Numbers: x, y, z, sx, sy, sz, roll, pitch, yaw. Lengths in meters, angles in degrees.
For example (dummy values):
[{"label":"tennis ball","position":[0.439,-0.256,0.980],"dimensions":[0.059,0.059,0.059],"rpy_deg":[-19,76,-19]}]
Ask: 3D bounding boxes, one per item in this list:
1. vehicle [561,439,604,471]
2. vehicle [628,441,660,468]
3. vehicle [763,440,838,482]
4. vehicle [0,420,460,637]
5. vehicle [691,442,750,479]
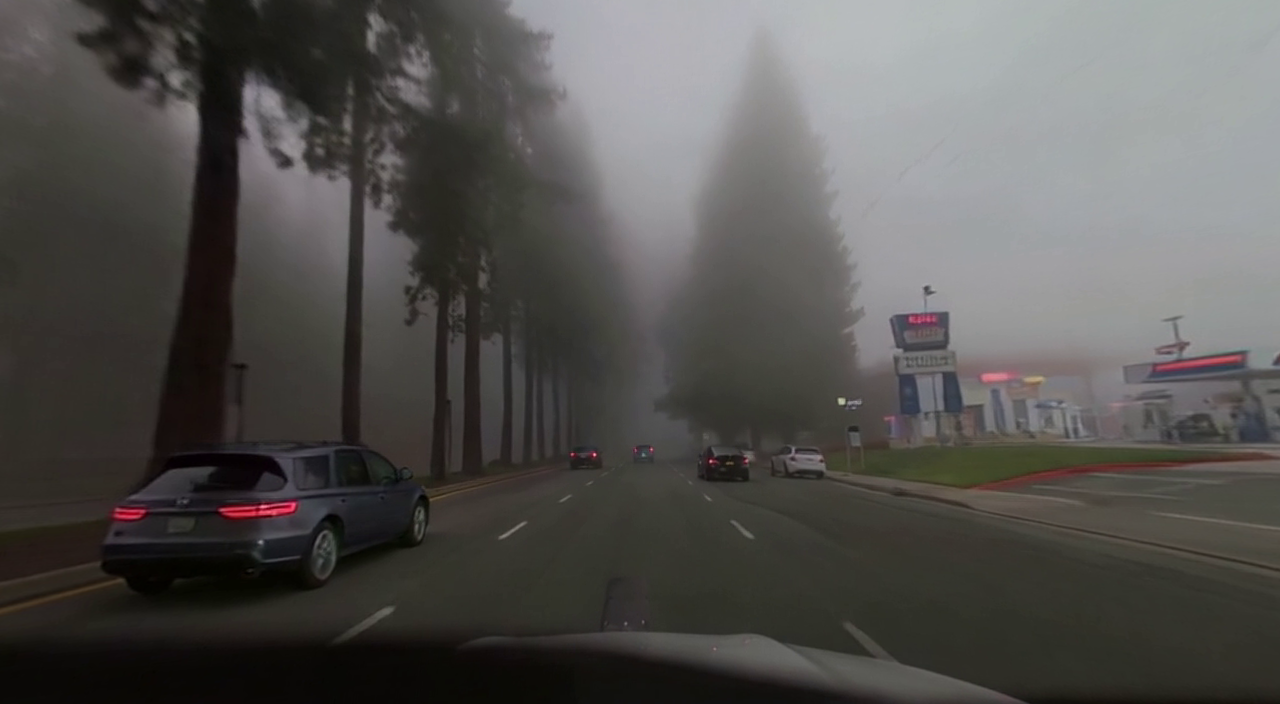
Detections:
[{"label":"vehicle","position":[-3.376,6.125,37.643],"dimensions":[2.051,1.747,4.370],"rpy_deg":[0,-8,1]},{"label":"vehicle","position":[0.259,6.463,39.788],"dimensions":[1.922,1.579,3.642],"rpy_deg":[0,-8,0]},{"label":"vehicle","position":[6.537,4.485,26.243],"dimensions":[1.983,1.599,4.243],"rpy_deg":[0,-8,0]},{"label":"vehicle","position":[-3.853,1.644,7.145],"dimensions":[1.988,1.530,5.155],"rpy_deg":[0,-8,1]},{"label":"vehicle","position":[3.447,4.754,27.863],"dimensions":[2.010,1.486,4.498],"rpy_deg":[0,-8,0]}]
